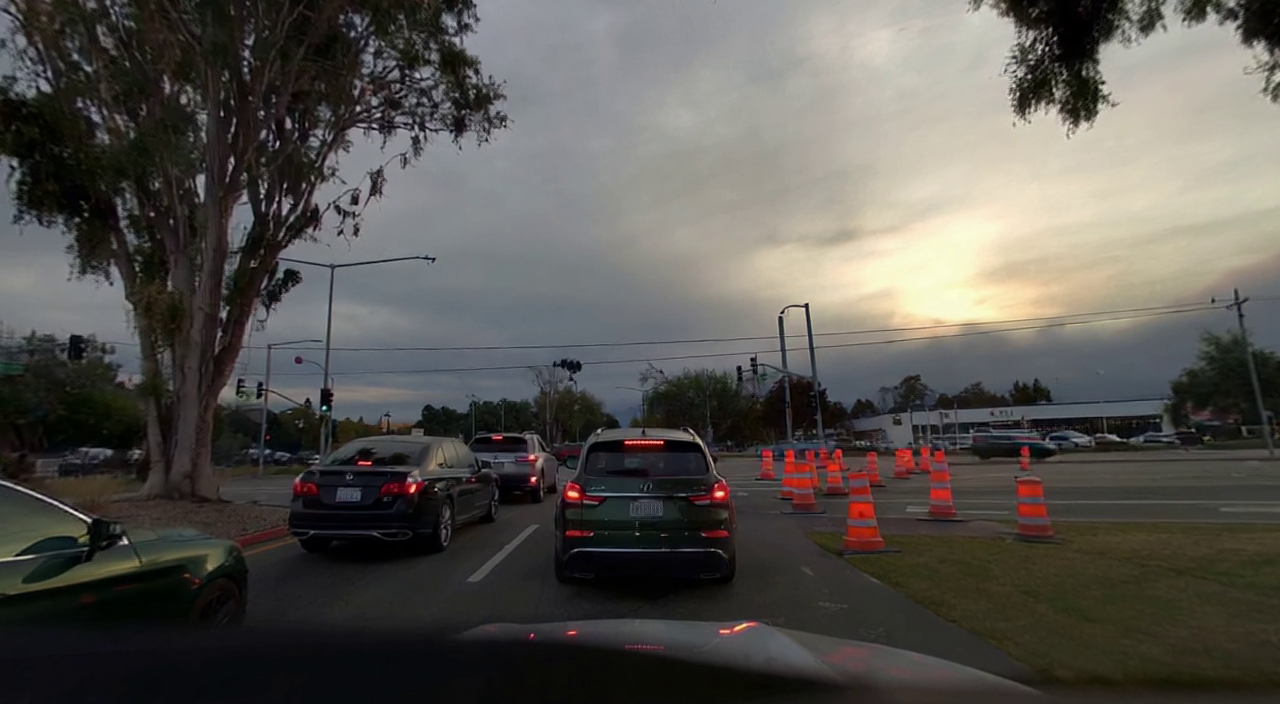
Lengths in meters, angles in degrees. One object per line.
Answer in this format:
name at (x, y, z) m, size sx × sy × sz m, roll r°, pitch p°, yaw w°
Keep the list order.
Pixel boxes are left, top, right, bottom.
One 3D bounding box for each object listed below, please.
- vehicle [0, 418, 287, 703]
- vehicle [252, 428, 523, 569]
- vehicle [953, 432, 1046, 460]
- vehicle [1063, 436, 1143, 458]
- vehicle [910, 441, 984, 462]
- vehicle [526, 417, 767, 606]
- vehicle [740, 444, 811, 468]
vehicle at (-3.605, 0.954, 2.154) m, size 1.964 × 1.497 × 4.722 m, roll 0°, pitch -9°, yaw 1°
vehicle at (-3.284, 2.003, 9.460) m, size 1.989 × 1.541 × 4.626 m, roll 0°, pitch -9°, yaw 2°
vehicle at (23.122, 6.076, 40.638) m, size 4.805 × 1.688 × 1.923 m, roll 0°, pitch -9°, yaw 2°
vehicle at (36.696, 7.547, 49.946) m, size 4.791 × 1.635 × 1.857 m, roll 0°, pitch -9°, yaw 1°
vehicle at (23.014, 7.456, 47.263) m, size 4.581 × 1.480 × 1.752 m, roll 0°, pitch -9°, yaw 0°
vehicle at (0.101, 1.624, 7.210) m, size 2.021 × 1.560 × 3.676 m, roll 0°, pitch -9°, yaw 1°
vehicle at (9.004, 6.856, 41.756) m, size 4.463 × 1.482 × 1.808 m, roll -2°, pitch -9°, yaw 15°
